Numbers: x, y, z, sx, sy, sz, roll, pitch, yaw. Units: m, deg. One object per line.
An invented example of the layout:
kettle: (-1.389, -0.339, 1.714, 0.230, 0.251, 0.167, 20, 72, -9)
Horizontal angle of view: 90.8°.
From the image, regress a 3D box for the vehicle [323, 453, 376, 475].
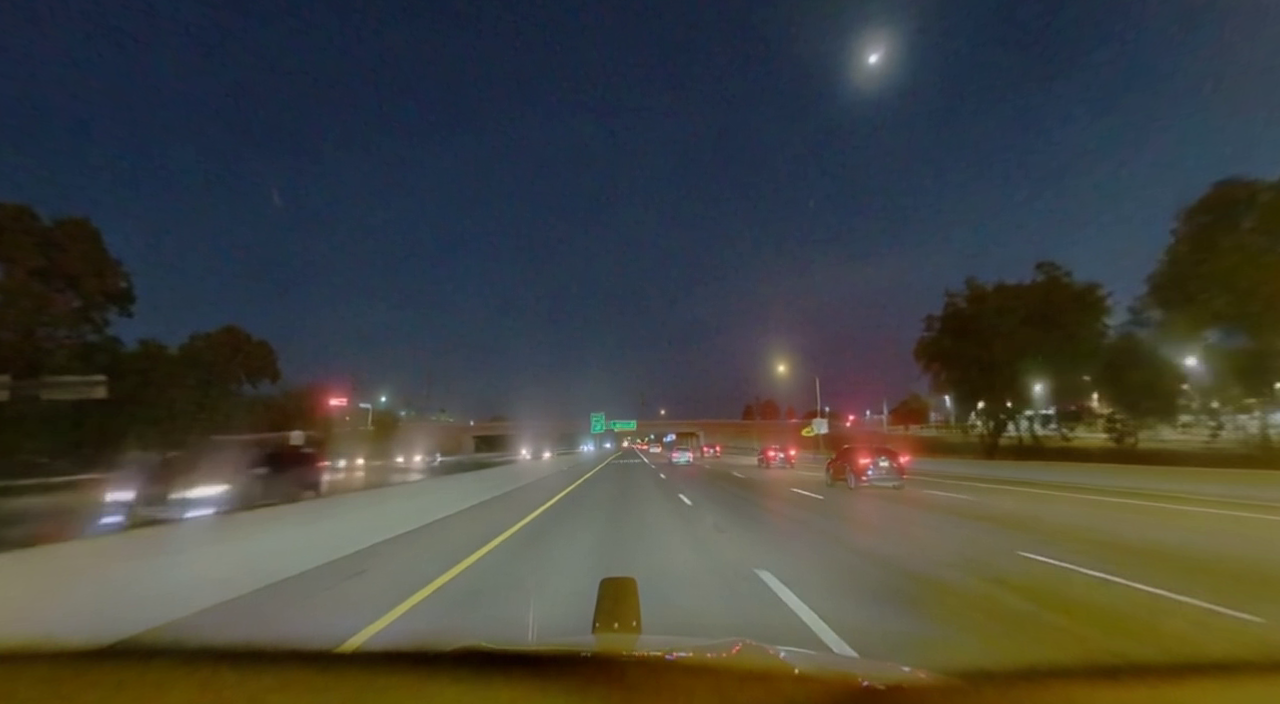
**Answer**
vehicle: (-21.262, 8.167, 46.430, 1.850, 1.456, 4.403, 0, -8, -1)

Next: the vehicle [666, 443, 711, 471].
vehicle: (2.670, 5.903, 35.778, 1.993, 1.507, 4.594, 0, -8, -2)

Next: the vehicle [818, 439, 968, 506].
vehicle: (6.355, 3.046, 16.561, 1.952, 1.489, 4.483, 0, -8, -2)

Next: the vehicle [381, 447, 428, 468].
vehicle: (-17.171, 7.692, 46.257, 1.776, 1.473, 4.494, 0, -9, -1)

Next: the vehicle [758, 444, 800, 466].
vehicle: (9.521, 7.096, 43.648, 1.838, 1.440, 4.121, 0, -8, -1)

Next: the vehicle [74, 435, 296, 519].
vehicle: (-10.177, 2.784, 14.654, 1.974, 1.641, 4.245, 0, -8, 0)
